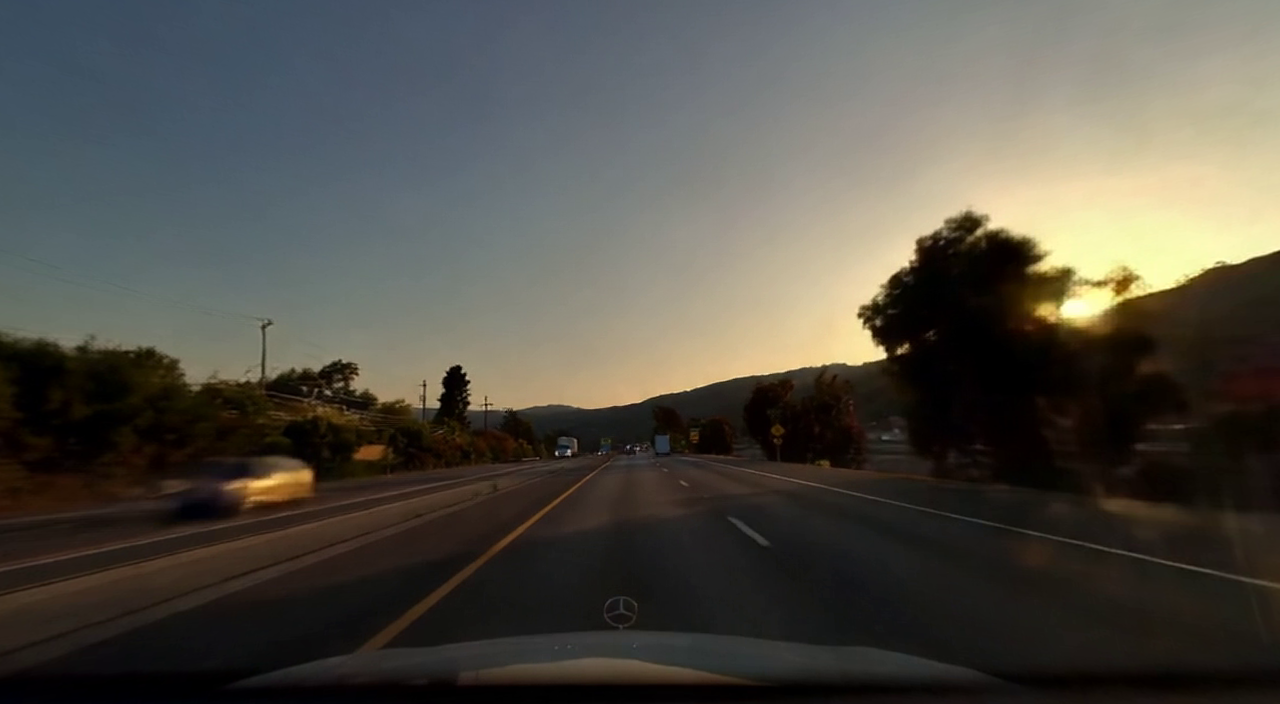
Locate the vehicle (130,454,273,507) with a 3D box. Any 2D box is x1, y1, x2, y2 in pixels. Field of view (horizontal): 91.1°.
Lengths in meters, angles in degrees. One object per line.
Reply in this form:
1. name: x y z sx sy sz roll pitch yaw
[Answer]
1. vehicle: -13.349 3.887 19.435 1.743 1.434 3.709 0 -9 -1
